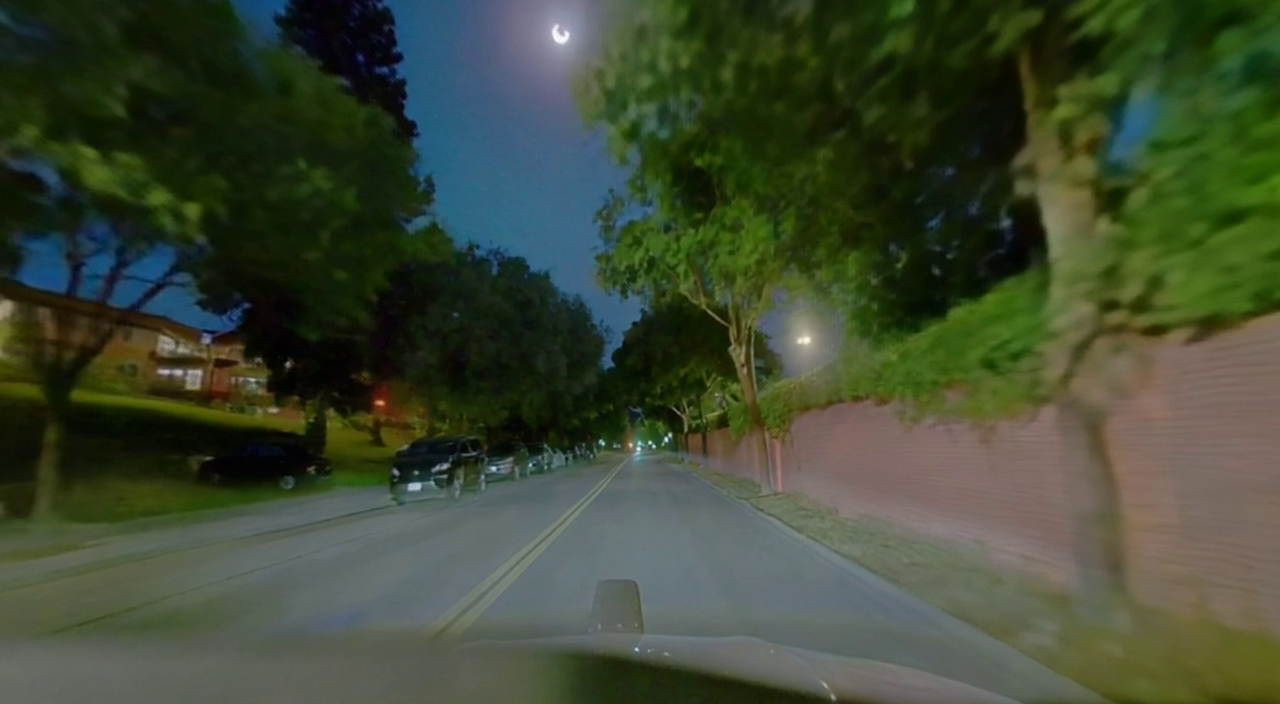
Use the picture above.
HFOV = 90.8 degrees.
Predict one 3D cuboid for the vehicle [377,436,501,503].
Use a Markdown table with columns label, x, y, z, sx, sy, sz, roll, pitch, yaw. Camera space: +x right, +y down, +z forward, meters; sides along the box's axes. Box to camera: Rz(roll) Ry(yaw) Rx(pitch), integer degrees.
| label | x | y | z | sx | sy | sz | roll | pitch | yaw |
| --- | --- | --- | --- | --- | --- | --- | --- | --- | --- |
| vehicle | -6.219 | 3.654 | 20.444 | 2.109 | 1.847 | 5.553 | 0 | -8 | 1 |

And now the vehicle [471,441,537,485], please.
| label | x | y | z | sx | sy | sz | roll | pitch | yaw |
| --- | --- | --- | --- | --- | --- | --- | --- | --- | --- |
| vehicle | -6.298 | 5.145 | 29.837 | 2.009 | 1.820 | 4.821 | 1 | -8 | 1 |

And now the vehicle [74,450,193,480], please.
| label | x | y | z | sx | sy | sz | roll | pitch | yaw |
| --- | --- | --- | --- | --- | --- | --- | --- | --- | --- |
| vehicle | -26.051 | 5.811 | 32.610 | 4.557 | 1.464 | 1.901 | -1 | -8 | 2 |

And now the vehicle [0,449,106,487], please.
| label | x | y | z | sx | sy | sz | roll | pitch | yaw |
| --- | --- | --- | --- | --- | --- | --- | --- | --- | --- |
| vehicle | -26.219 | 5.019 | 27.377 | 4.317 | 1.534 | 1.904 | 0 | -8 | 0 |

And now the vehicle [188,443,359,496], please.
| label | x | y | z | sx | sy | sz | roll | pitch | yaw |
| --- | --- | --- | --- | --- | --- | --- | --- | --- | --- |
| vehicle | -13.319 | 4.266 | 23.196 | 4.991 | 1.692 | 1.960 | 1 | -8 | 0 |
